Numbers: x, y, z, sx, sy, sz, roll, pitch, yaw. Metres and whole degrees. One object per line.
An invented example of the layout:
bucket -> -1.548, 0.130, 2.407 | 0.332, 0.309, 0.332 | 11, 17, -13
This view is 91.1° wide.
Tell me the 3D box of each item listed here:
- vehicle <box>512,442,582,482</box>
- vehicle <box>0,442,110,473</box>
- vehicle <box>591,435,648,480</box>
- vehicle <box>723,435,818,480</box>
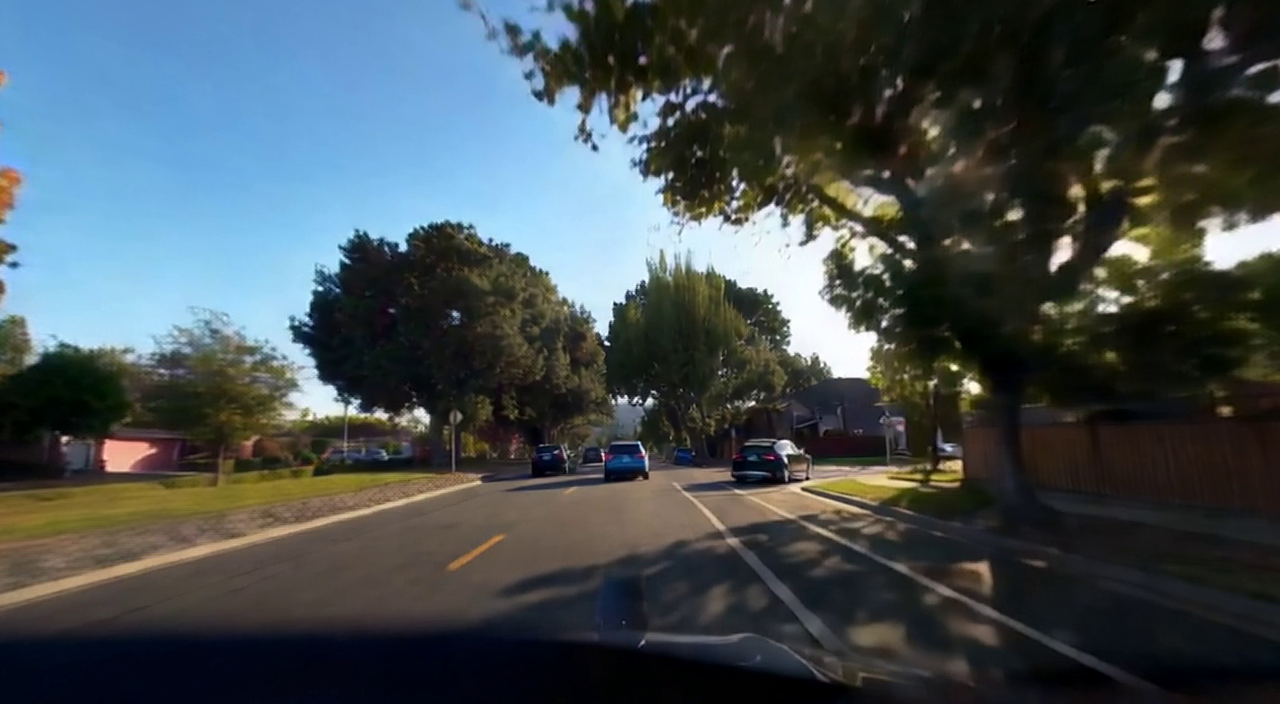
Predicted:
vehicle -> -3.628, 4.370, 25.328 | 2.032, 1.433, 4.458 | 0, -8, 1
vehicle -> -33.564, 6.017, 35.946 | 4.600, 1.698, 1.993 | 0, -8, 2
vehicle -> -0.789, 4.452, 26.748 | 2.220, 1.742, 4.047 | 0, -8, 1
vehicle -> 5.615, 4.413, 26.561 | 2.192, 1.677, 4.820 | -6, -10, 34
